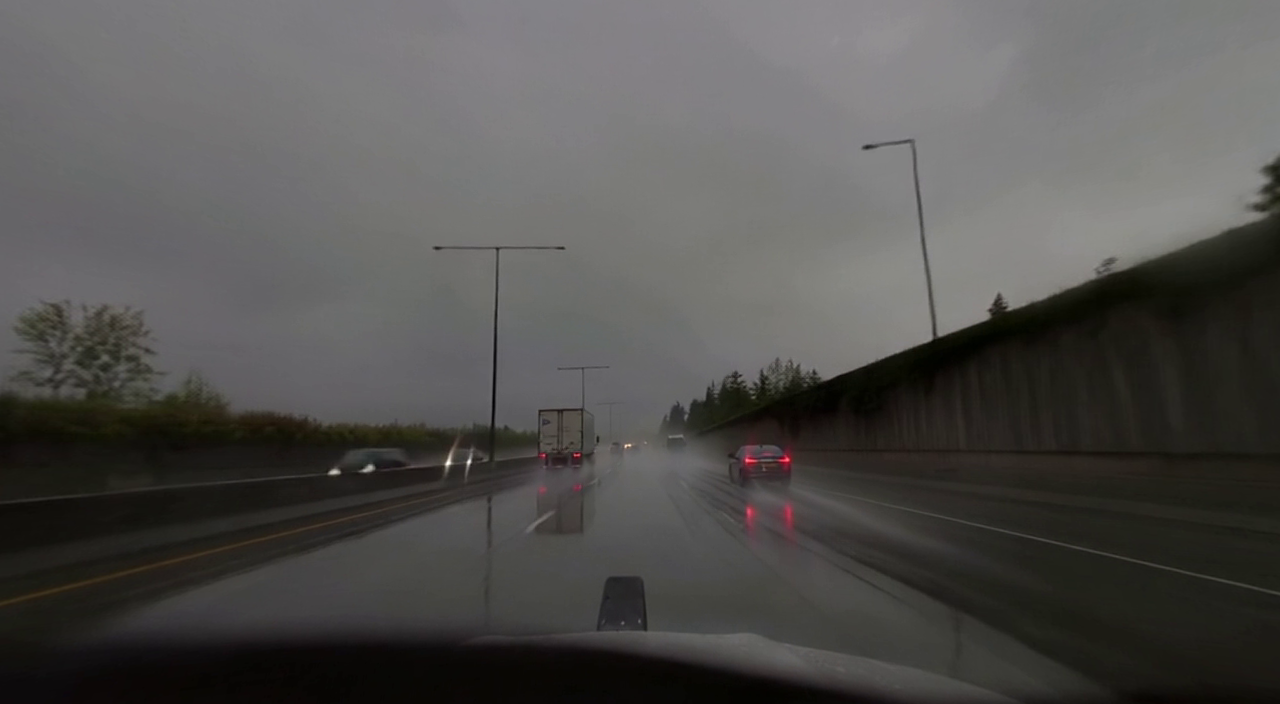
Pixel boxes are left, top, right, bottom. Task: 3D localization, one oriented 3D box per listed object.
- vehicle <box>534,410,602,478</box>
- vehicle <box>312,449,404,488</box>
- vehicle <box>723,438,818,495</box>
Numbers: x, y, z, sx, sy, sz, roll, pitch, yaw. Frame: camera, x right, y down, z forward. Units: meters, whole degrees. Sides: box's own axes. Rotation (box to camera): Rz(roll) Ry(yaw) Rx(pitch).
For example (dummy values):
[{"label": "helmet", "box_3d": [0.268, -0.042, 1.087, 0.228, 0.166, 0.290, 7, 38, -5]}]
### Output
[{"label": "vehicle", "box_3d": [-3.612, 4.853, 33.218, 2.667, 3.195, 6.731, 0, -9, 1]}, {"label": "vehicle", "box_3d": [-11.700, 4.846, 26.475, 1.880, 1.503, 4.227, 0, -9, 1]}, {"label": "vehicle", "box_3d": [3.869, 3.460, 19.377, 1.983, 1.545, 4.038, 0, -9, -1]}]
